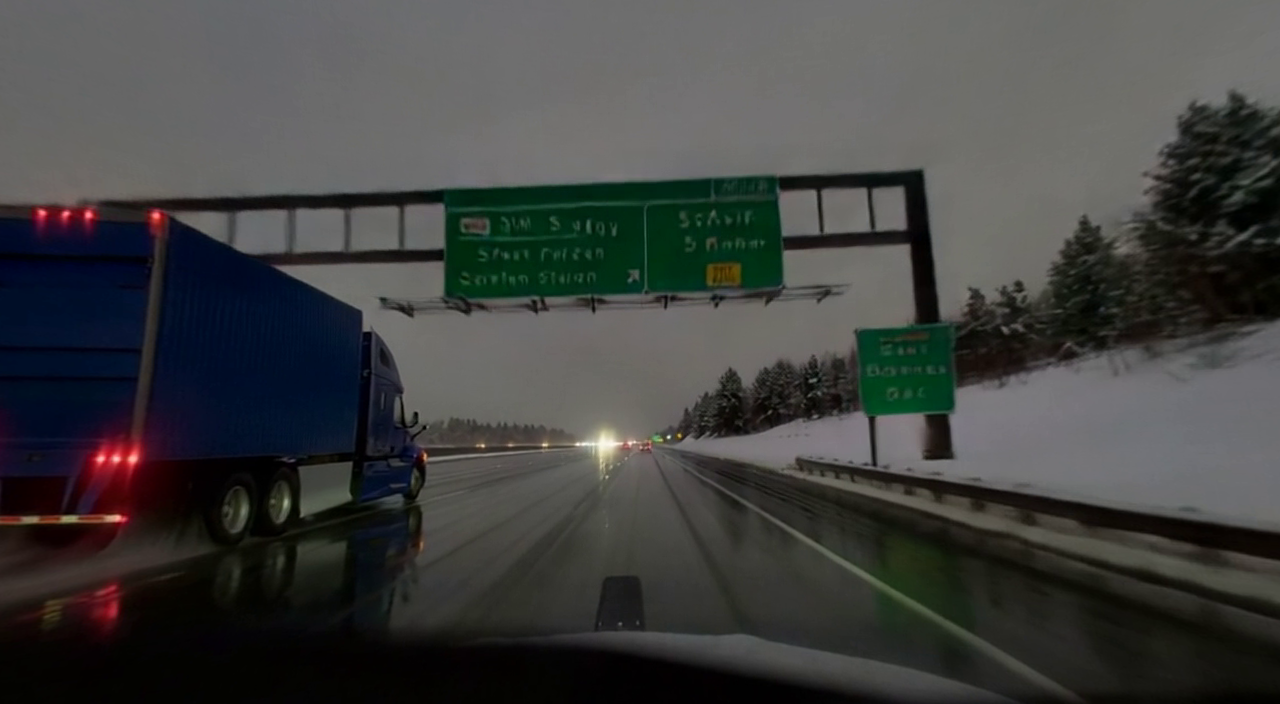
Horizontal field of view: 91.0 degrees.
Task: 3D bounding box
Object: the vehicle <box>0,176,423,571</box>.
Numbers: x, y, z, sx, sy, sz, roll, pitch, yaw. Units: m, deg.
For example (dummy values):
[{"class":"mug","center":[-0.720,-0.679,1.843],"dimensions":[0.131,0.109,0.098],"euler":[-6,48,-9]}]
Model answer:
[{"class":"vehicle","center":[-6.836,0.763,10.563],"dimensions":[2.996,3.947,8.600],"euler":[0,-9,2]}]
